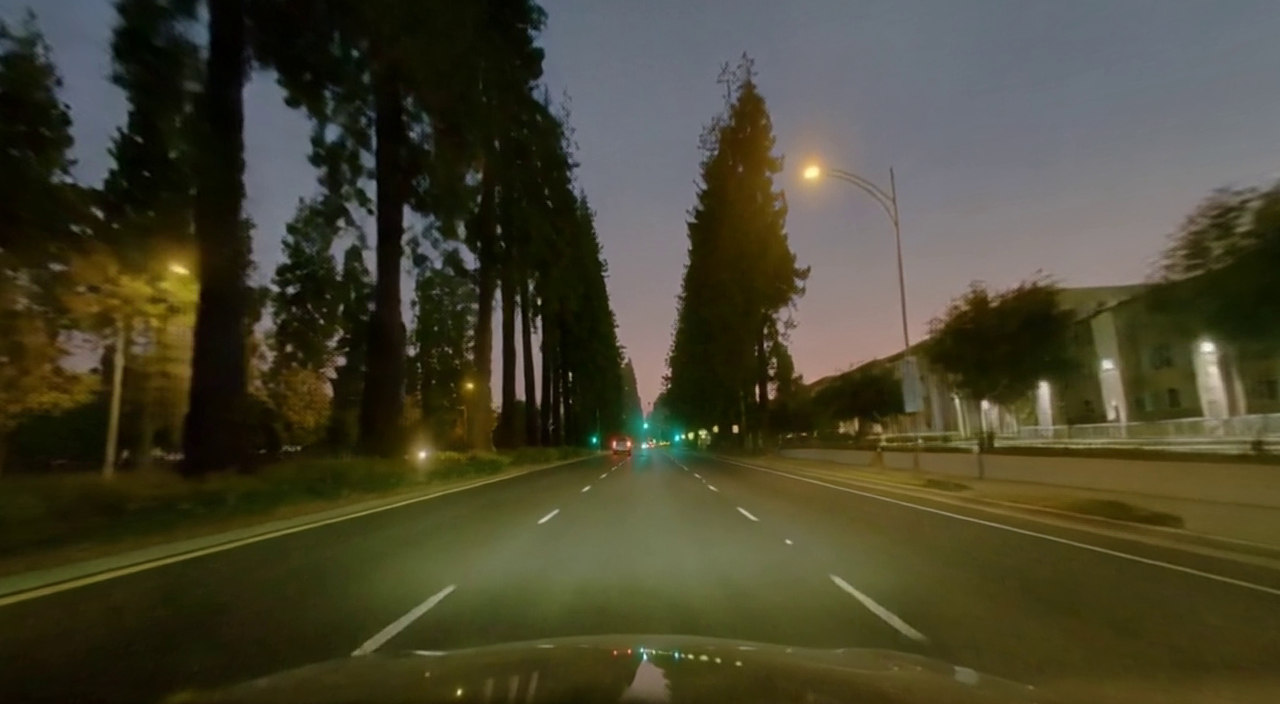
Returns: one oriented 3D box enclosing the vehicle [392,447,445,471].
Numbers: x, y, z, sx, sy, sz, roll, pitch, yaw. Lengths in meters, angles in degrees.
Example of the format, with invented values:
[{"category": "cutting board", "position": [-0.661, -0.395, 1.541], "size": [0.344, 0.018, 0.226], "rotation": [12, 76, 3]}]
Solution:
[{"category": "vehicle", "position": [-16.190, 7.831, 46.367], "size": [2.168, 1.634, 4.610], "rotation": [0, -8, 1]}]
